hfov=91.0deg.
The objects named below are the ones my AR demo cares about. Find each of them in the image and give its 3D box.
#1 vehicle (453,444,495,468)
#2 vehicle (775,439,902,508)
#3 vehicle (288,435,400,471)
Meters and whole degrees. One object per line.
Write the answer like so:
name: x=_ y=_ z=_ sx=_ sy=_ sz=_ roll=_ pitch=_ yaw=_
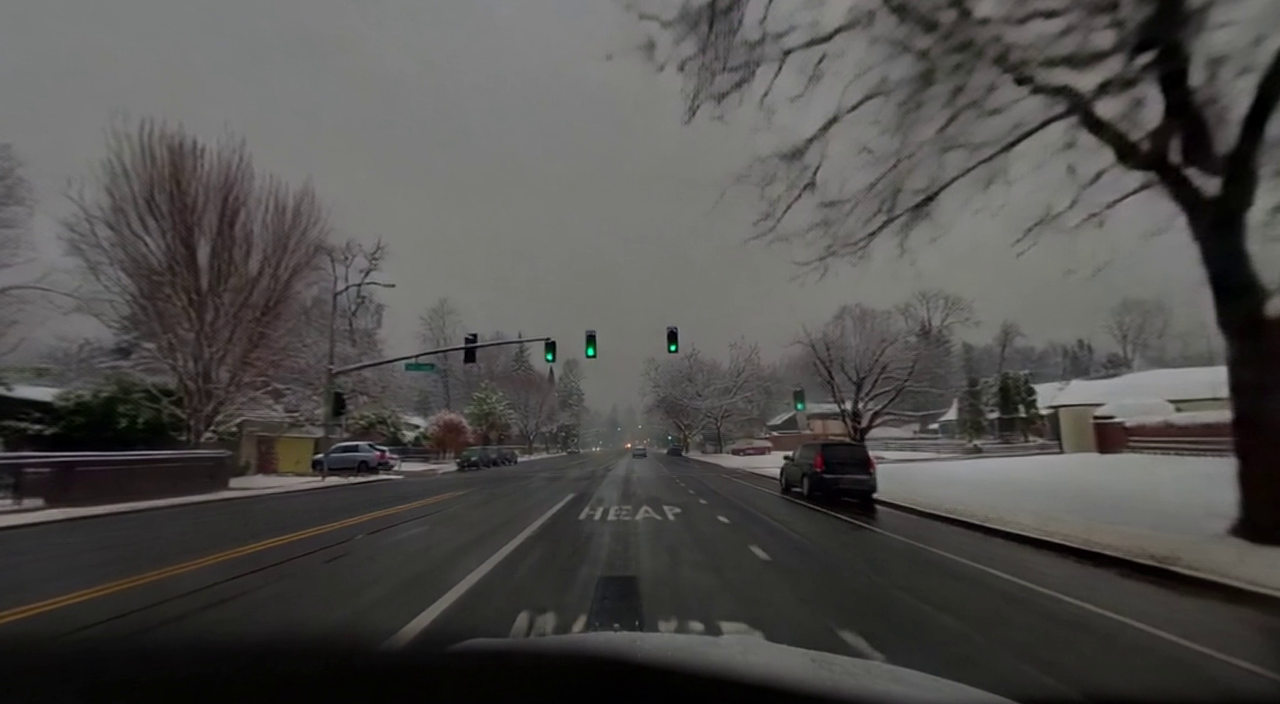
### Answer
vehicle: x=-12.095 y=7.629 z=46.112 sx=1.932 sy=1.673 sz=4.314 roll=-1 pitch=-10 yaw=-1
vehicle: x=5.210 y=3.225 z=17.223 sx=1.979 sy=1.637 sz=4.321 roll=0 pitch=-9 yaw=-1
vehicle: x=-17.837 y=6.157 z=38.145 sx=5.656 sy=1.999 sz=2.307 roll=-1 pitch=-10 yaw=3
